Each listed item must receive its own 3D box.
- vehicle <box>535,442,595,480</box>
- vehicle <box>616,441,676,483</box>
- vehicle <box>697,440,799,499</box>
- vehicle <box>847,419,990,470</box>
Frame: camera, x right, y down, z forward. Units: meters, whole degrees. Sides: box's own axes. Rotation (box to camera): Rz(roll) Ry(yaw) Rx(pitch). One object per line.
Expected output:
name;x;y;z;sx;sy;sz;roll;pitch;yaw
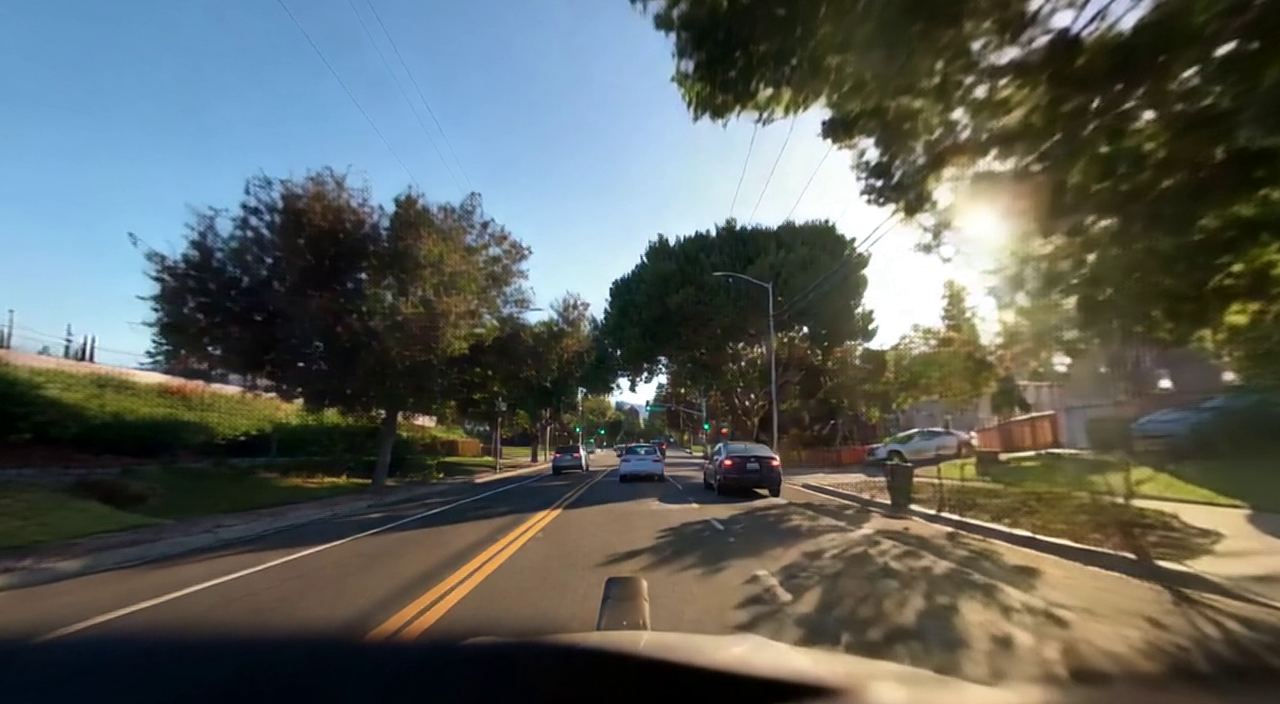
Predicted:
vehicle;-3.147;4.685;27.330;2.012;1.505;4.205;0;-8;1
vehicle;0.221;4.143;24.080;2.101;1.467;4.210;0;-8;0
vehicle;2.957;3.332;18.370;2.158;1.483;4.415;0;-8;0
vehicle;13.848;4.622;31.642;5.929;1.970;2.381;-5;-8;-2
